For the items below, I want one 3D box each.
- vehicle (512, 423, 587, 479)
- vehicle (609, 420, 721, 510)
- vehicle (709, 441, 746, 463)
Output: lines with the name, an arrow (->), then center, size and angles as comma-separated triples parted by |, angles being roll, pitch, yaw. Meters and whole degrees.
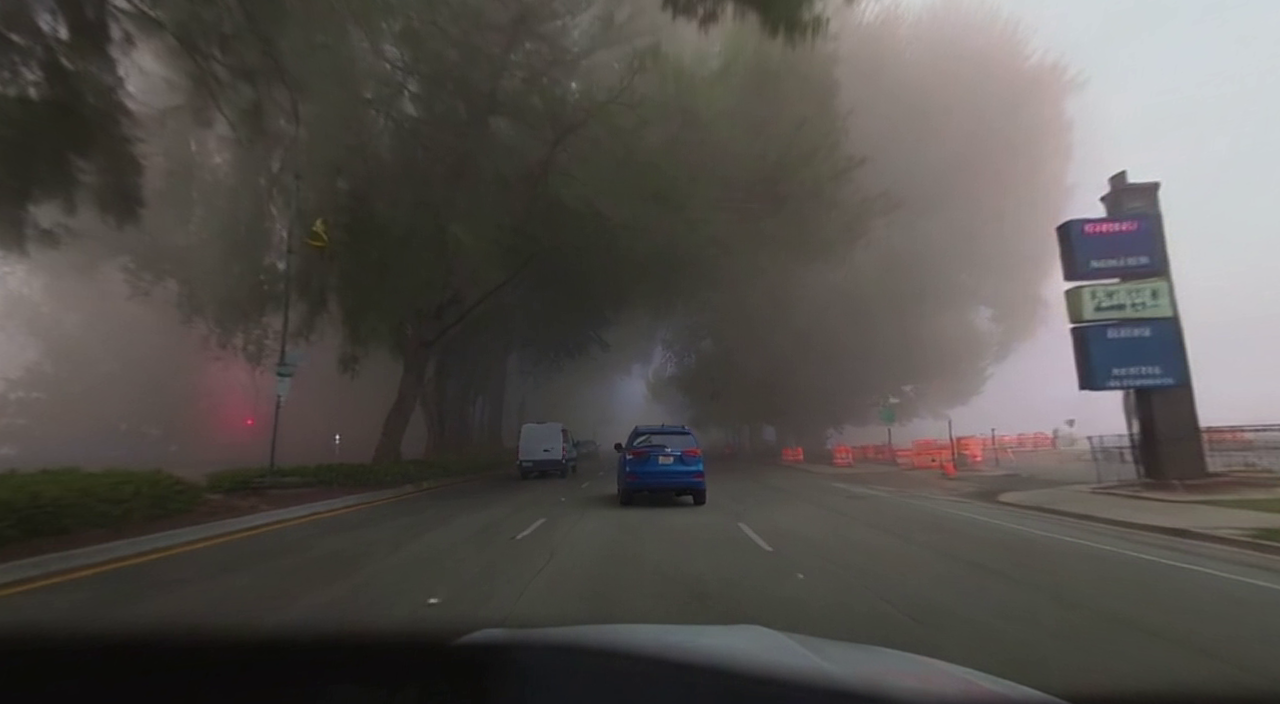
vehicle -> -3.608, 4.112, 26.456 | 2.357, 2.063, 5.488 | 0, -8, 0
vehicle -> 0.382, 2.499, 14.371 | 2.168, 1.725, 4.192 | 0, -8, -3
vehicle -> 6.462, 7.465, 47.275 | 2.076, 1.535, 4.460 | 0, -9, -1
